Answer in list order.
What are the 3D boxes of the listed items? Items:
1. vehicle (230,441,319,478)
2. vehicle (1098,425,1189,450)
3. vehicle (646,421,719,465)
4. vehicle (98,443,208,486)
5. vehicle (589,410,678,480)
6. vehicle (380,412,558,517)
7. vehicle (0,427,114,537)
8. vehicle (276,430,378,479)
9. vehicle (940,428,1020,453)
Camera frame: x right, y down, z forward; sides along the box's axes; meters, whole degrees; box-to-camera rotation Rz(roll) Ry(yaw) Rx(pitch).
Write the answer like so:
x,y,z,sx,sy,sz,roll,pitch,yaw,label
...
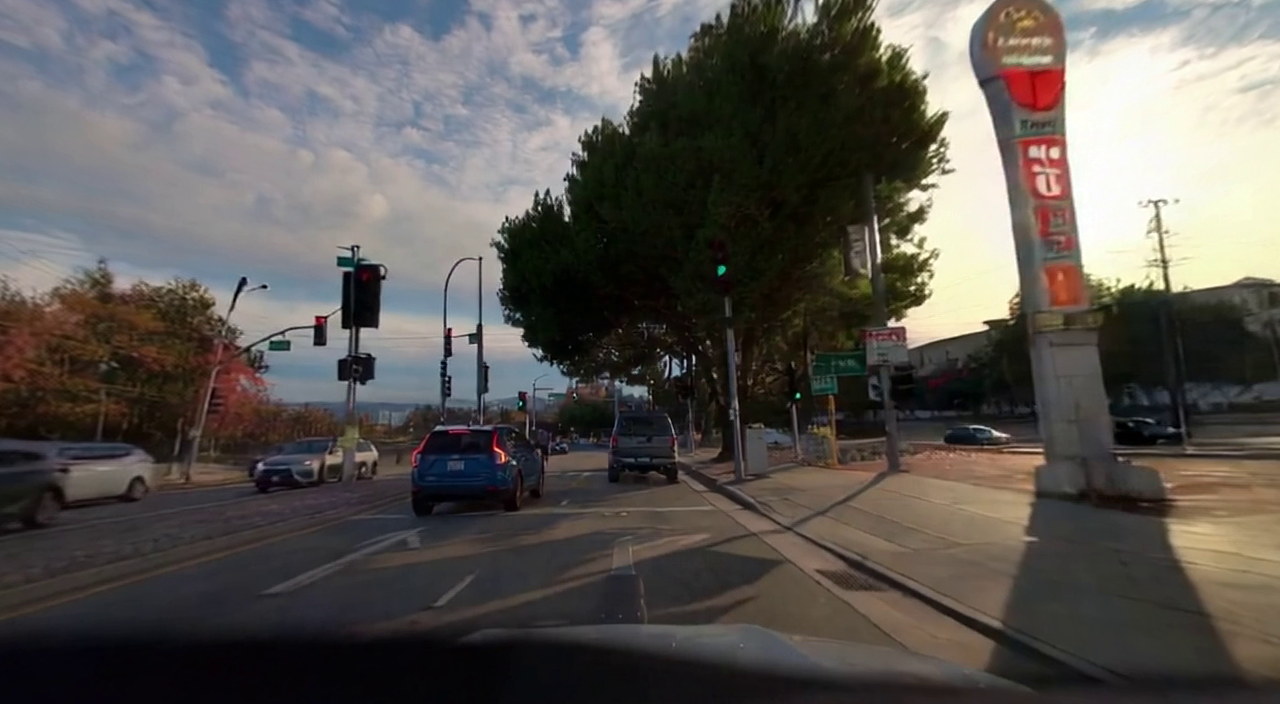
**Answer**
x,y,z,sx,sy,sz,roll,pitch,yaw,label
-16.330,4.802,28.375,1.719,1.523,3.864,0,-9,-1,vehicle
33.751,5.750,42.271,4.403,1.484,1.952,-2,-10,-2,vehicle
2.126,4.296,29.606,2.136,1.813,5.570,-3,-9,17,vehicle
-31.082,7.163,40.235,5.274,1.973,2.438,-8,-10,4,vehicle
-0.096,3.073,20.783,2.552,1.999,5.498,0,-9,2,vehicle
-3.161,2.240,12.971,2.247,1.734,4.919,0,-9,1,vehicle
-11.753,2.209,10.721,1.912,1.831,4.314,0,-9,-3,vehicle
-12.768,4.212,26.057,1.980,1.799,4.489,0,-9,-2,vehicle
21.709,5.674,40.320,3.997,1.496,1.907,0,-9,-3,vehicle
